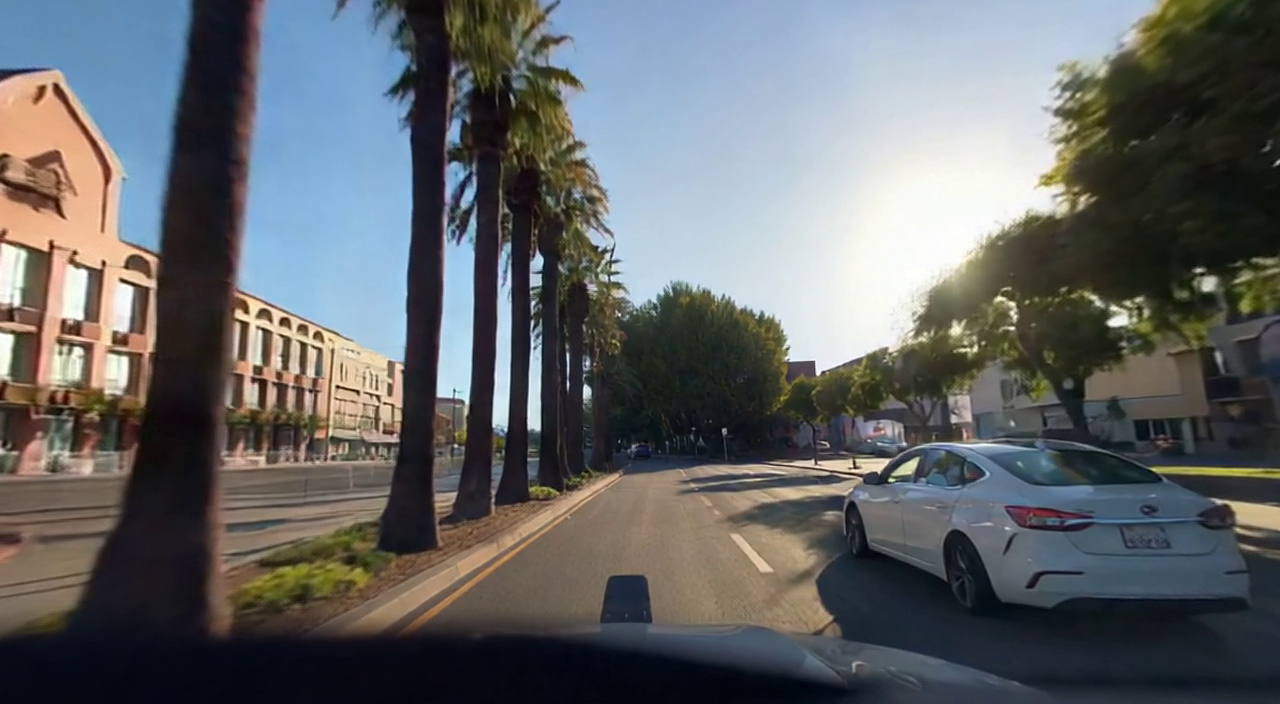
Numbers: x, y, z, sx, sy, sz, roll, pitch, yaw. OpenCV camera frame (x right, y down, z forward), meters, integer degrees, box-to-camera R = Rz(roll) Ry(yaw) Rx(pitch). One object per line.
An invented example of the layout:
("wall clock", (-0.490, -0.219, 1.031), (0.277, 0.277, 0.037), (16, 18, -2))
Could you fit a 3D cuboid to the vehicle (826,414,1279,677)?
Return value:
("vehicle", (3.368, 1.490, 5.993), (1.867, 1.554, 4.301), (0, -9, 0))
